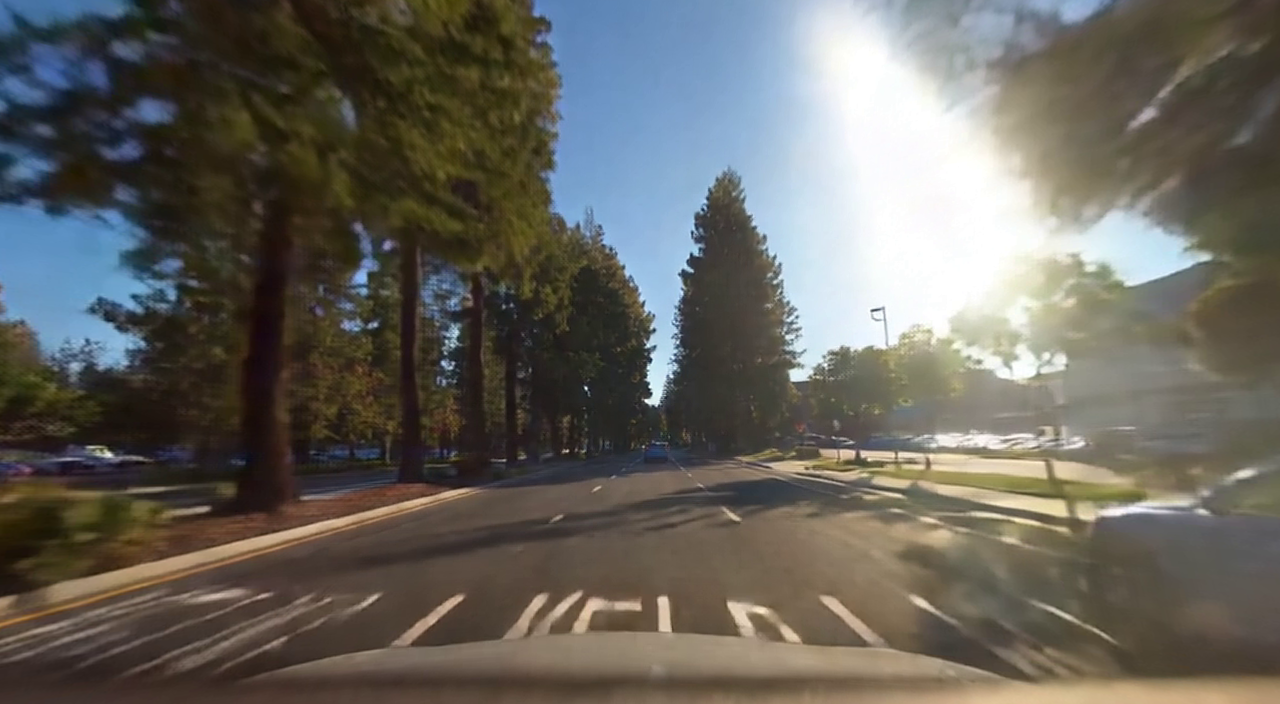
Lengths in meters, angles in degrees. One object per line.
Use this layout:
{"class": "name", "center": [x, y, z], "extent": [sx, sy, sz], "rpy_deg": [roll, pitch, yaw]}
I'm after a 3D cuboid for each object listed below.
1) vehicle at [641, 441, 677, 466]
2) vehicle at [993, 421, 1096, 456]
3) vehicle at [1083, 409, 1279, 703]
{"class": "vehicle", "center": [1.195, 6.477, 40.440], "extent": [2.144, 1.505, 4.128], "rpy_deg": [0, -8, 1]}
{"class": "vehicle", "center": [28.150, 6.075, 43.840], "extent": [5.430, 1.860, 2.156], "rpy_deg": [-6, -9, 3]}
{"class": "vehicle", "center": [4.118, 0.874, 2.029], "extent": [2.053, 1.482, 4.568], "rpy_deg": [0, -8, 1]}
